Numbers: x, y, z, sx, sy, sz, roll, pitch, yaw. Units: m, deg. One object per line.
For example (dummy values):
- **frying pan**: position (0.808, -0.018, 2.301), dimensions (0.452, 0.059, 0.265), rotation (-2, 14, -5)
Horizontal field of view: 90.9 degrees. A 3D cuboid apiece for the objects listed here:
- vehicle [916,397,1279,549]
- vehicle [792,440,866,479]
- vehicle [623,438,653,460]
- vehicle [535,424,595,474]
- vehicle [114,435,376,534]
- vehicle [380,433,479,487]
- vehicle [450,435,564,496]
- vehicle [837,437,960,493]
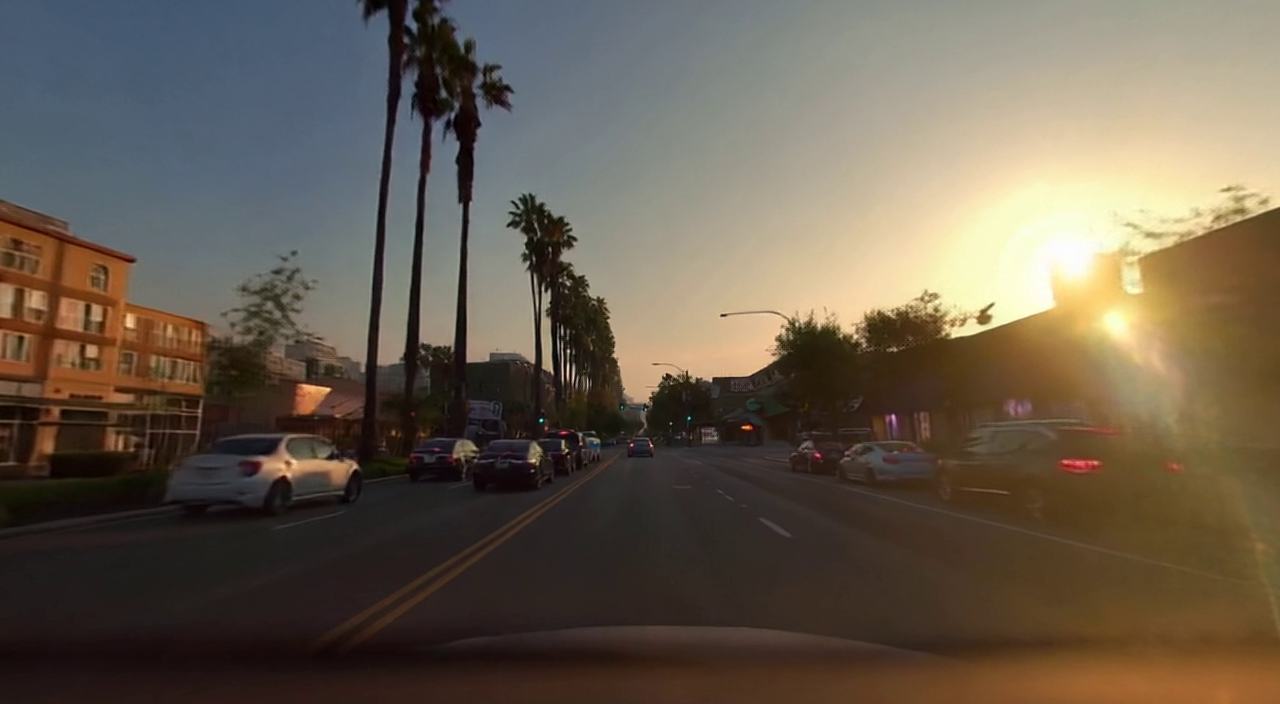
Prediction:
- **vehicle**: position (7.329, 1.991, 11.093), dimensions (2.256, 1.936, 5.838), rotation (0, -9, 0)
- **vehicle**: position (7.801, 4.470, 26.441), dimensions (1.888, 1.496, 4.294), rotation (0, -9, 2)
- **vehicle**: position (-0.081, 7.042, 45.874), dimensions (2.092, 1.497, 4.446), rotation (0, -9, 1)
- **vehicle**: position (-3.258, 4.343, 28.271), dimensions (2.158, 2.040, 4.511), rotation (0, -9, 0)
- **vehicle**: position (-7.002, 2.360, 11.906), dimensions (2.071, 1.501, 4.339), rotation (0, -9, 1)
- **vehicle**: position (-6.606, 3.435, 20.301), dimensions (1.668, 1.525, 4.168), rotation (0, -9, 1)
- **vehicle**: position (-3.500, 3.103, 17.582), dimensions (2.044, 1.462, 4.624), rotation (0, -9, 2)
- **vehicle**: position (7.844, 3.455, 19.631), dimensions (1.985, 1.549, 4.404), rotation (0, -9, 1)
